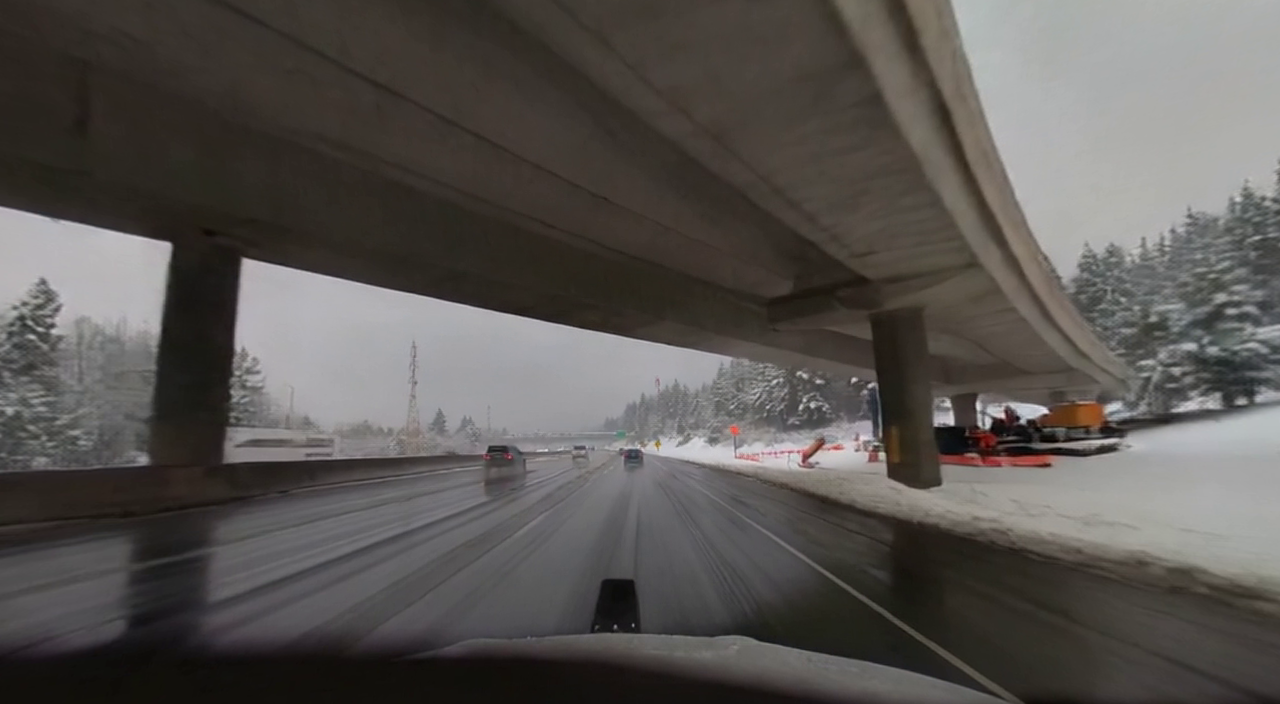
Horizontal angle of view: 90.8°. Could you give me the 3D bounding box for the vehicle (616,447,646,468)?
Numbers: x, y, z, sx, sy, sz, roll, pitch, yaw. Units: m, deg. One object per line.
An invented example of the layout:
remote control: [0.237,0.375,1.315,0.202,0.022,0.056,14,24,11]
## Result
vehicle: [-0.628,7.627,45.798,2.051,1.459,4.092,0,-9,-1]

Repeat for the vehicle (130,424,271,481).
vehicle: [-28.689,6.636,41.967,3.005,3.314,8.763,0,-9,0]

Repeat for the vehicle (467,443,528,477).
vehicle: [-7.178,5.480,32.234,2.128,1.604,4.279,0,-9,0]
